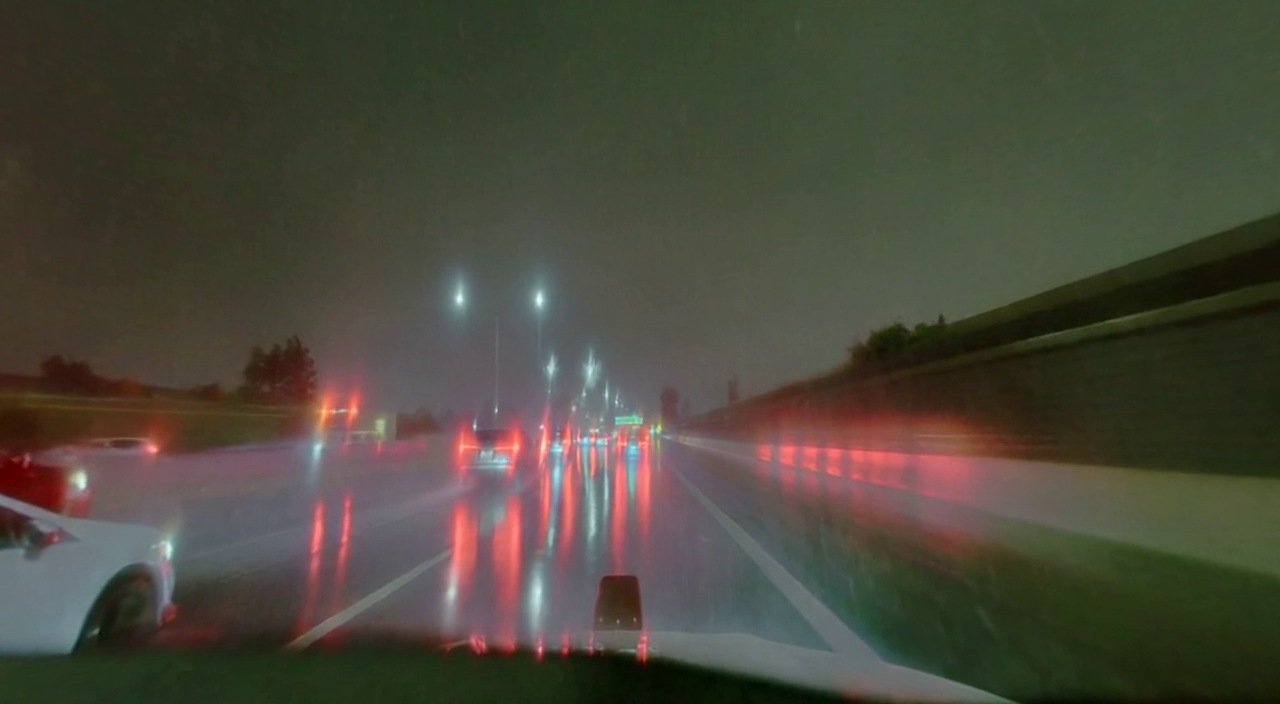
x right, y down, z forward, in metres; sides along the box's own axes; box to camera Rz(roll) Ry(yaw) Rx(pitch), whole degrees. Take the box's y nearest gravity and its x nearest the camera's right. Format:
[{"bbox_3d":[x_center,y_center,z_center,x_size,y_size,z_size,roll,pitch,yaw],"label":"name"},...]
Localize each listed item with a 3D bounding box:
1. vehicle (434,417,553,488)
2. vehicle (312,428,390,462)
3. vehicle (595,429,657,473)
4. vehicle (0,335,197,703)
[{"bbox_3d":[-3.866,2.746,17.559,2.154,1.690,4.595,0,-8,1],"label":"vehicle"},{"bbox_3d":[-15.546,5.028,34.155,2.078,1.665,4.538,0,-8,0],"label":"vehicle"},{"bbox_3d":[-0.480,3.572,23.043,2.070,1.452,3.834,0,-8,-1],"label":"vehicle"},{"bbox_3d":[-3.748,0.651,1.609,2.107,1.703,4.274,0,-8,-1],"label":"vehicle"}]
